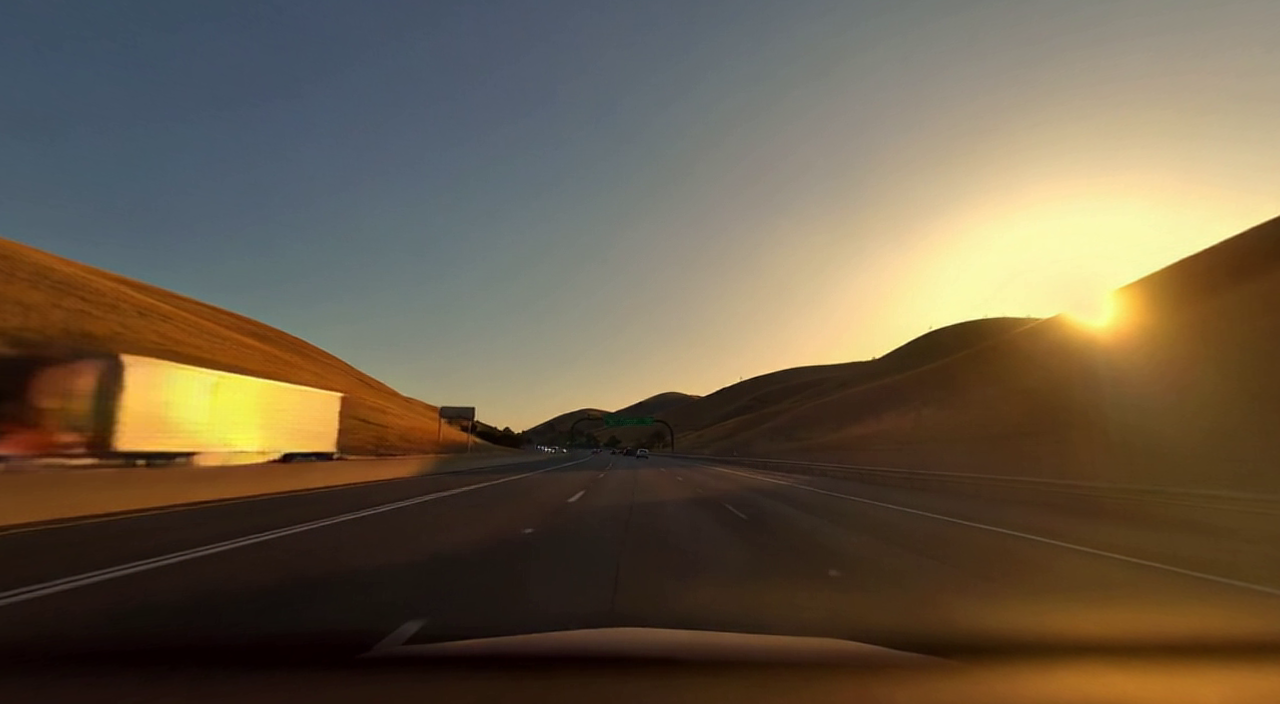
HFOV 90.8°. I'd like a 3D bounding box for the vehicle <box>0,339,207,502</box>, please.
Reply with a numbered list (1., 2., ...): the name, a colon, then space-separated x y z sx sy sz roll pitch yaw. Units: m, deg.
1. vehicle: -16.223 2.063 18.144 3.245 3.939 5.841 0 -9 -1
